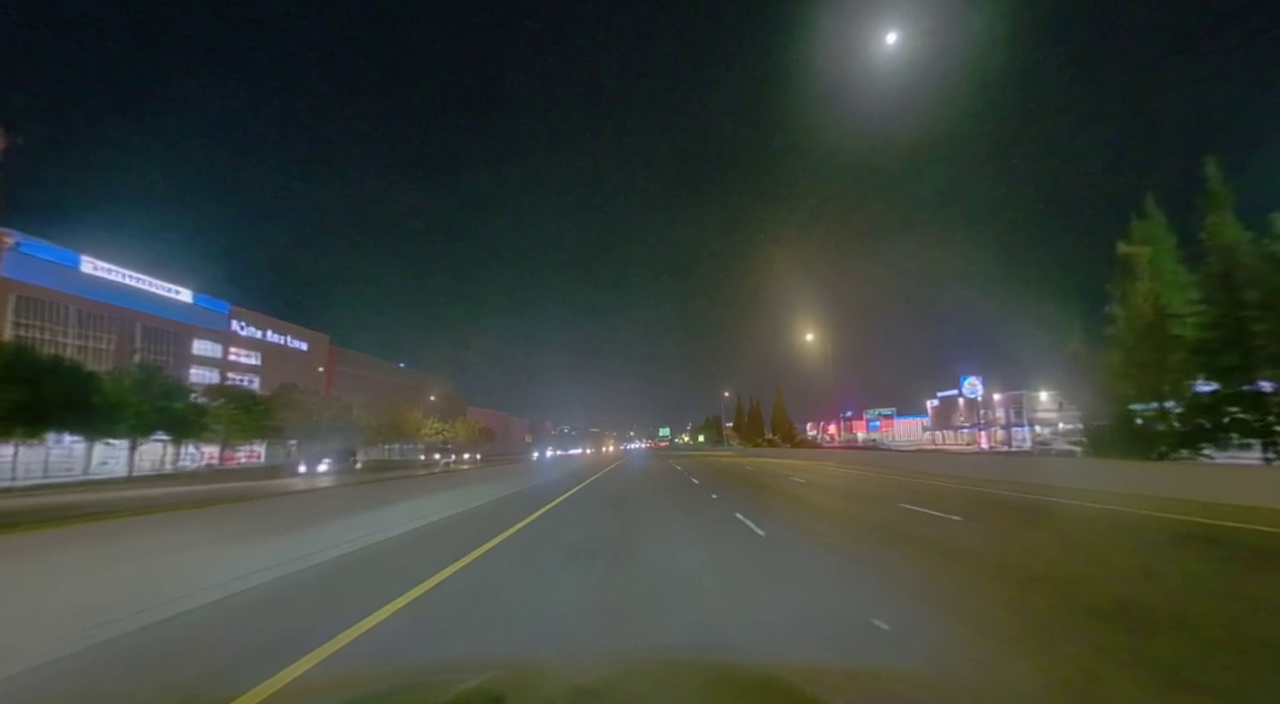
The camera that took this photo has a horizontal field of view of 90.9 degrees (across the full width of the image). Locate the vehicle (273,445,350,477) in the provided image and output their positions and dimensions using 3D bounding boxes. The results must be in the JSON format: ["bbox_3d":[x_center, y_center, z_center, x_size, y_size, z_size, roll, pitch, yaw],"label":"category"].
[{"bbox_3d":[-21.454,7.097,41.521,2.328,1.943,4.961,0,-8,1],"label":"vehicle"}]
